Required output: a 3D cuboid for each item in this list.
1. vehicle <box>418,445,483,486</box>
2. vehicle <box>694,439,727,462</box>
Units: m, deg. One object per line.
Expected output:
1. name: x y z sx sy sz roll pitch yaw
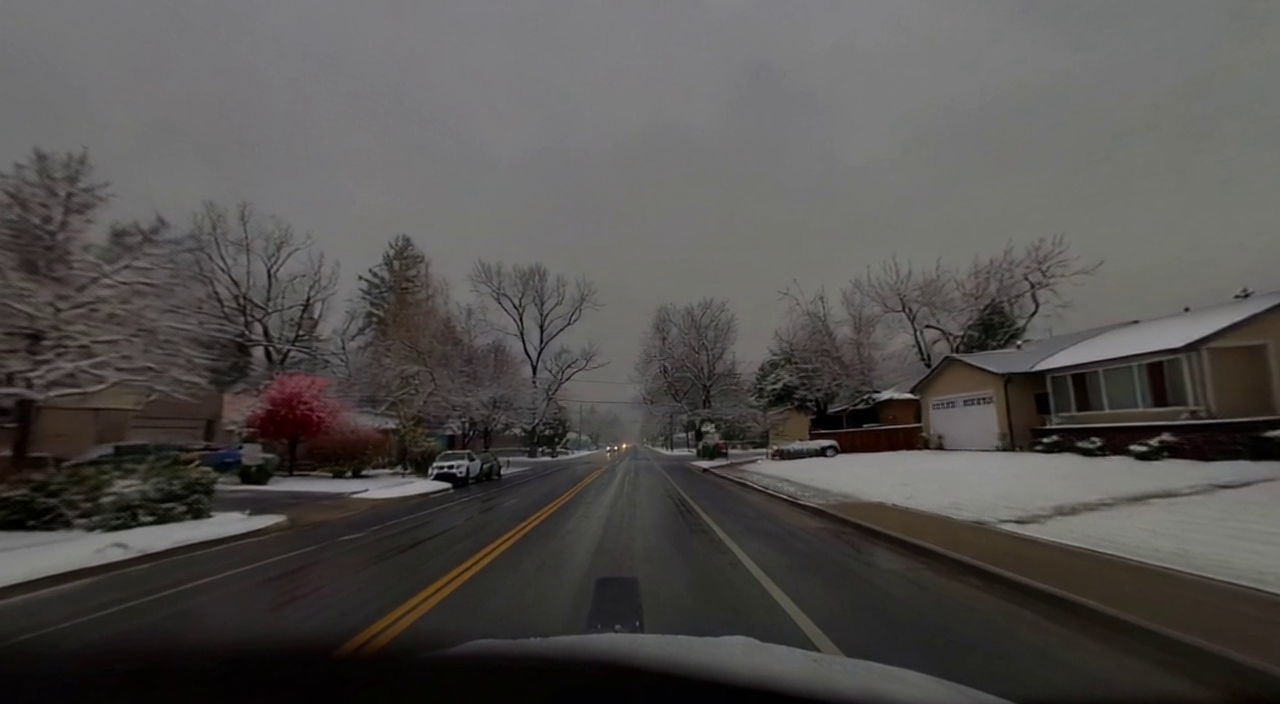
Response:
1. vehicle: -9.478 5.675 31.892 1.998 1.689 4.384 -4 -7 -2
2. vehicle: 5.493 7.787 49.857 2.010 1.694 4.661 0 -8 -1
